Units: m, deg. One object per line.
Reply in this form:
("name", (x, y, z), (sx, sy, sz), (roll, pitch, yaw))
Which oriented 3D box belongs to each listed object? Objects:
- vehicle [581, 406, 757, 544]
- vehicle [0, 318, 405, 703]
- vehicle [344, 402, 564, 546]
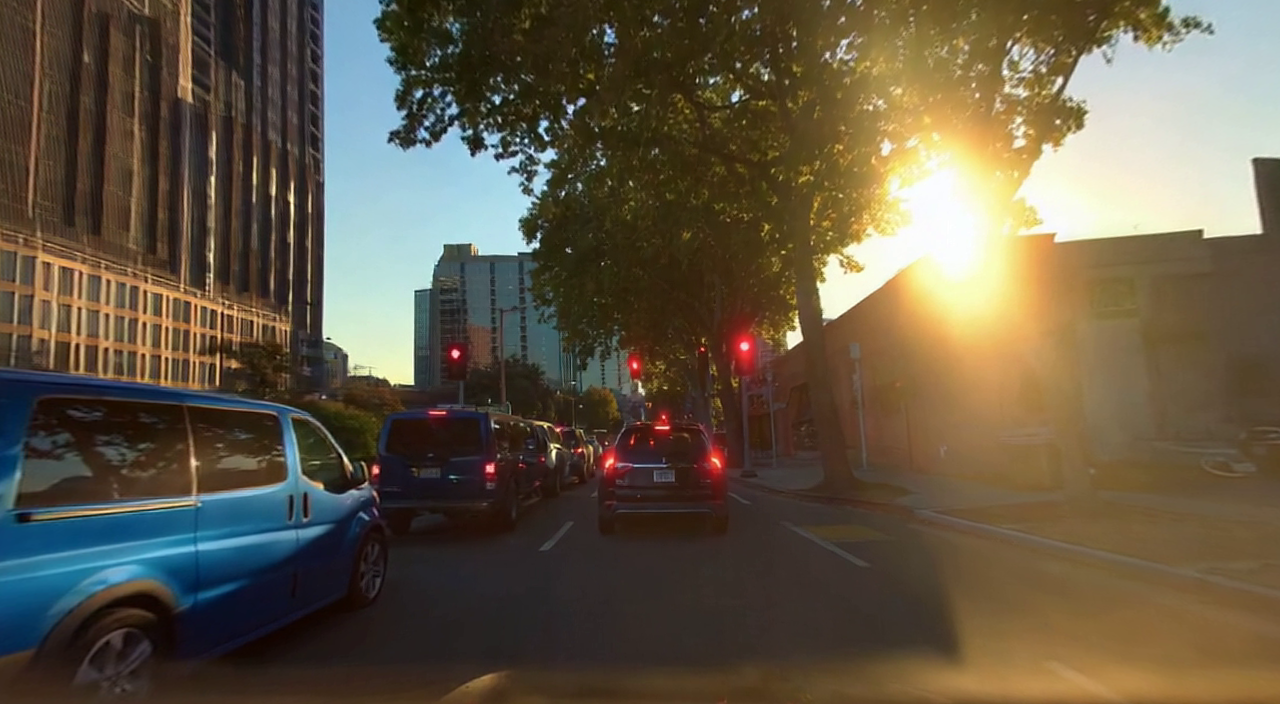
("vehicle", (0.375, 1.844, 9.976), (2.205, 1.727, 3.917), (0, -8, 0))
("vehicle", (-3.169, 1.012, 3.886), (1.940, 1.722, 3.823), (0, -8, 0))
("vehicle", (-2.641, 1.882, 10.330), (2.124, 1.799, 4.587), (0, -8, 1))
